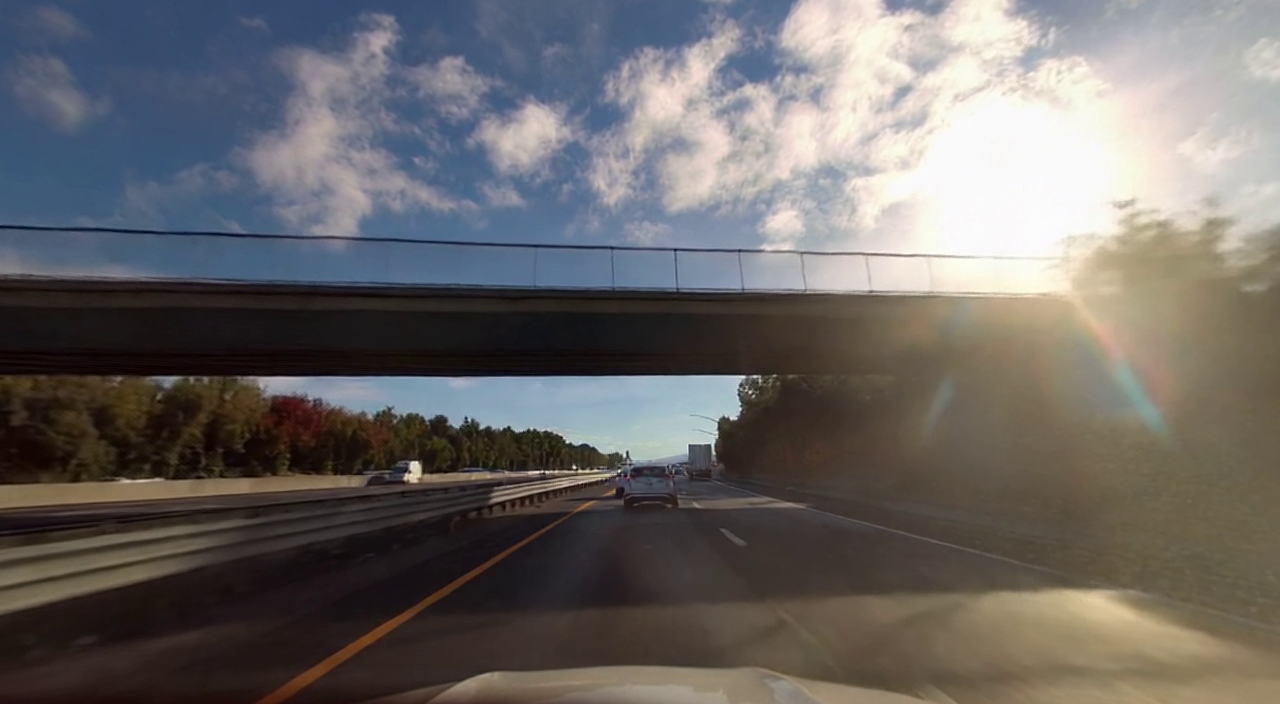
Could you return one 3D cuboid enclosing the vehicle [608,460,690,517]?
[{"bbox_3d":[0.255,3.972,18.582,2.156,1.444,3.762,1,-10,0],"label":"vehicle"}]
